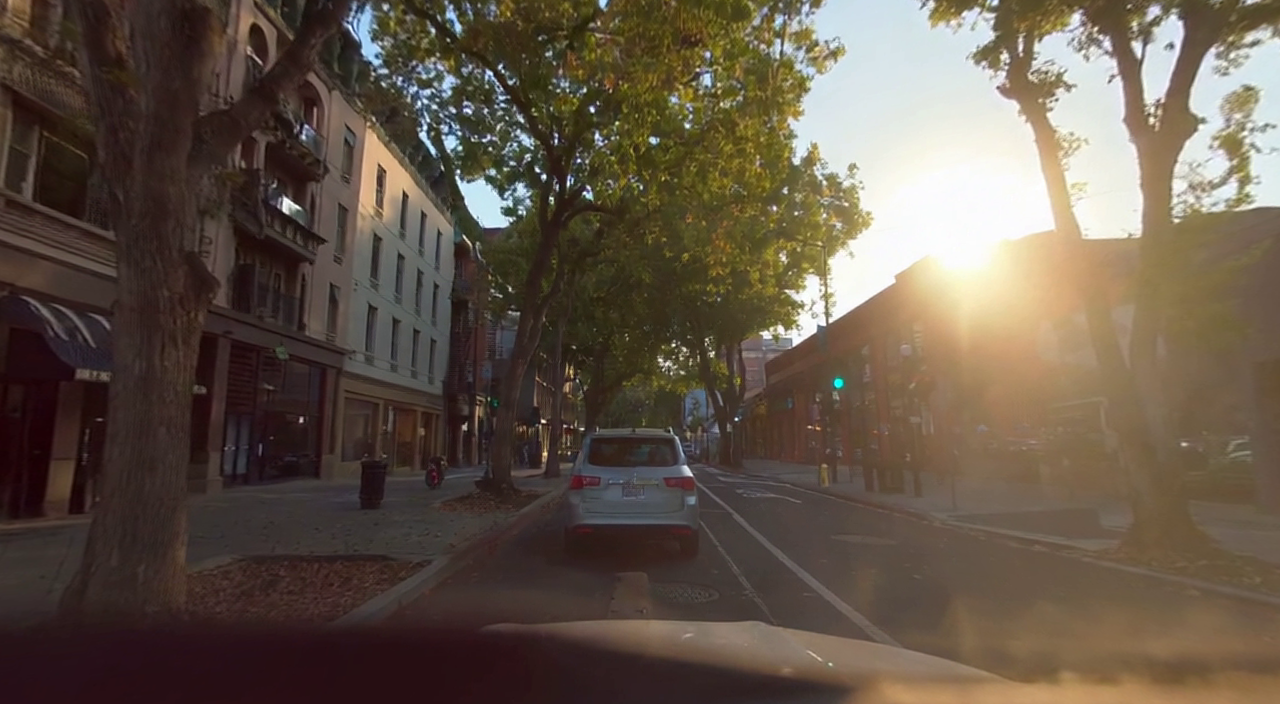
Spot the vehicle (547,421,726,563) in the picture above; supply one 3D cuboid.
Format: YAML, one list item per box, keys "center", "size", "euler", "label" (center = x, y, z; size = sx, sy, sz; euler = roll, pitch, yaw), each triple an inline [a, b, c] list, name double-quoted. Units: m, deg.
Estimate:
- center: [-0.084, 1.912, 9.327]
  size: [2.079, 1.621, 3.861]
  euler: [0, -8, -1]
  label: "vehicle"

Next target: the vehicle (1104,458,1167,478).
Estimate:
- center: [37.462, 8.746, 47.676]
  size: [3.445, 1.363, 1.608]
  euler: [2, -9, -1]
  label: "vehicle"

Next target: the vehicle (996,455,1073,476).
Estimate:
- center: [29.814, 8.597, 47.723]
  size: [4.668, 1.441, 1.904]
  euler: [1, -9, -6]
  label: "vehicle"
